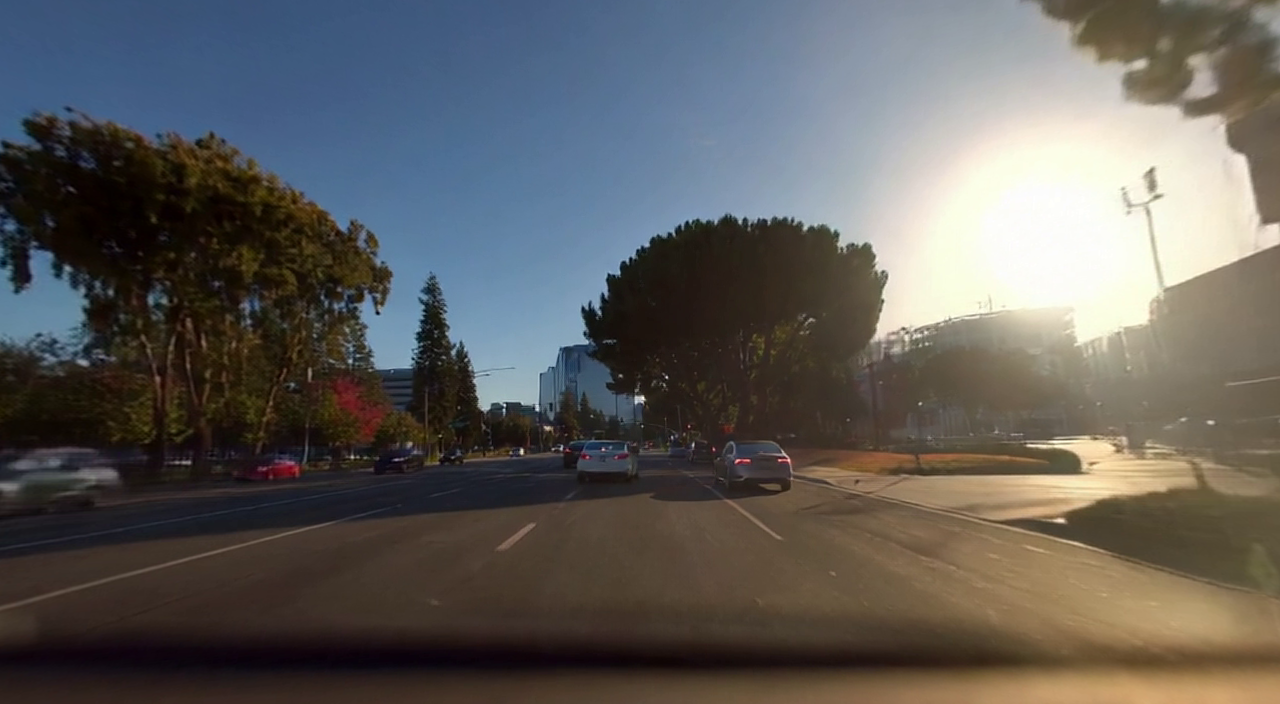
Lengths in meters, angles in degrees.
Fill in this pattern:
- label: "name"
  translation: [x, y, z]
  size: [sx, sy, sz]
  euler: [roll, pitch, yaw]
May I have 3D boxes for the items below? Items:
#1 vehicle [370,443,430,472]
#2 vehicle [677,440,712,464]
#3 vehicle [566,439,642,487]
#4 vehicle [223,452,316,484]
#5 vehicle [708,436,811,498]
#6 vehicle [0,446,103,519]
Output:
- label: "vehicle"
  translation: [-15.289, 6.714, 40.362]
  size: [1.957, 1.732, 4.568]
  euler: [-1, -8, 1]
- label: "vehicle"
  translation: [3.589, 6.669, 42.214]
  size: [1.913, 1.463, 4.198]
  euler: [0, -8, -1]
- label: "vehicle"
  translation: [-1.077, 3.610, 20.840]
  size: [1.971, 1.433, 3.923]
  euler: [-1, -8, 4]
- label: "vehicle"
  translation: [-19.277, 6.014, 33.094]
  size: [1.984, 1.481, 4.752]
  euler: [0, -8, 1]
- label: "vehicle"
  translation: [3.138, 3.106, 17.490]
  size: [1.948, 1.474, 4.360]
  euler: [0, -8, -1]
- label: "vehicle"
  translation: [-15.565, 3.083, 15.011]
  size: [1.863, 1.658, 4.078]
  euler: [0, -8, 1]
